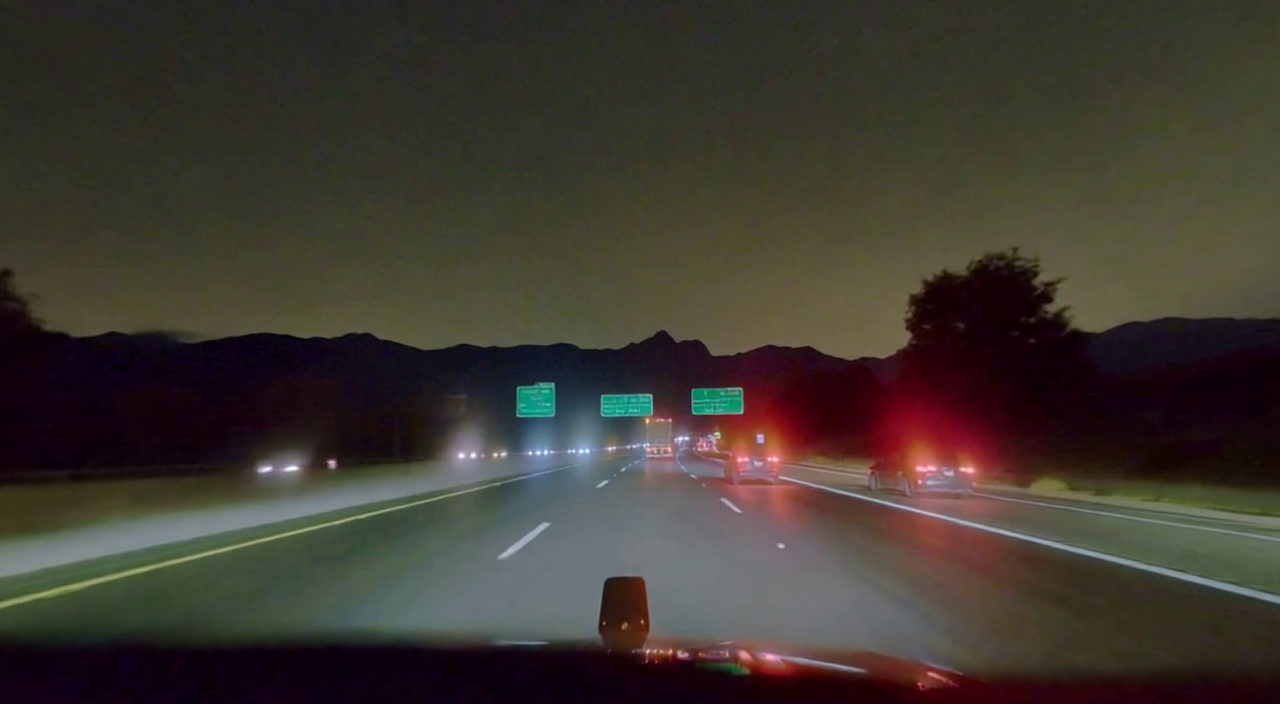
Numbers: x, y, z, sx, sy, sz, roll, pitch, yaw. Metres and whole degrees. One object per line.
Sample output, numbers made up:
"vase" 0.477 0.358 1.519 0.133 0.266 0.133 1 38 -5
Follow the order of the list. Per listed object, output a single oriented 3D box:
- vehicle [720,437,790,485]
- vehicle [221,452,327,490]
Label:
"vehicle" 4.178 4.033 23.546 1.880 1.624 3.941 0 -9 0
"vehicle" -15.933 5.190 27.750 1.974 1.488 4.325 0 -9 1
